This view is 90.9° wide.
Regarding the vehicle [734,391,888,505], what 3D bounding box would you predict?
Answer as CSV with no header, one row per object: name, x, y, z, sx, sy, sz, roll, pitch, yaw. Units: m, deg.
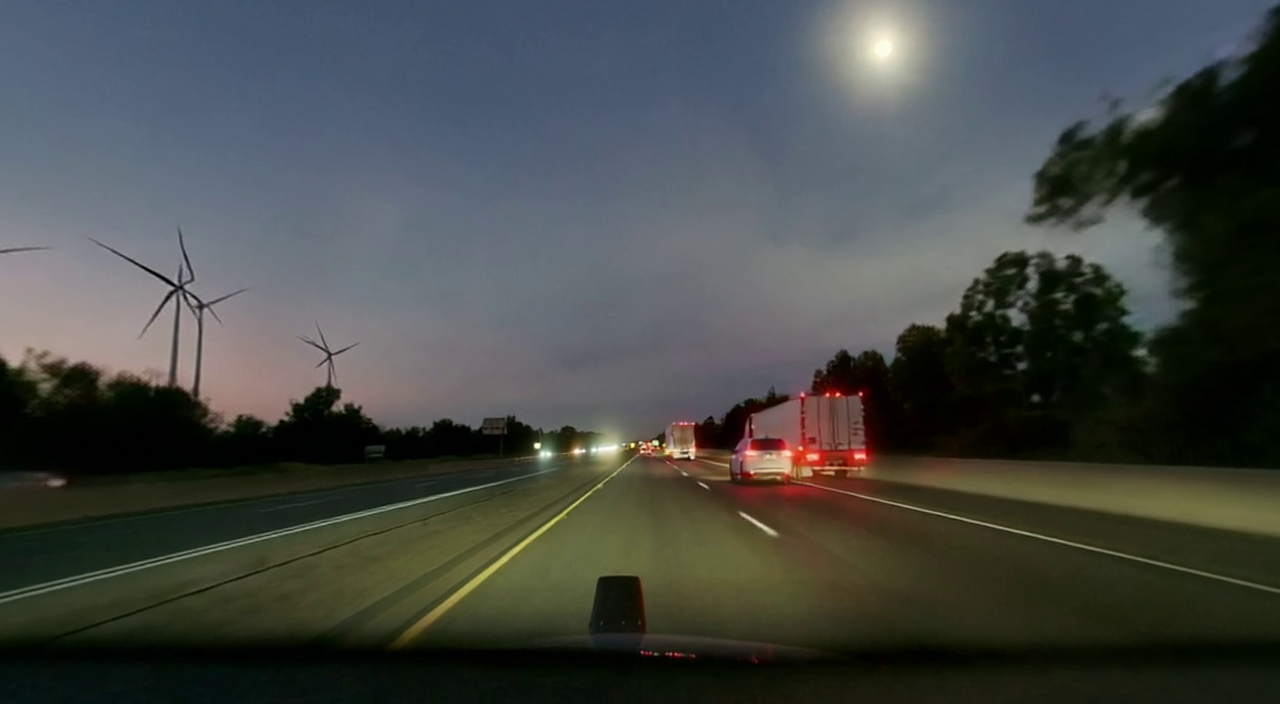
vehicle,4.400,2.667,17.490,2.609,2.648,5.397,0,-9,-1
